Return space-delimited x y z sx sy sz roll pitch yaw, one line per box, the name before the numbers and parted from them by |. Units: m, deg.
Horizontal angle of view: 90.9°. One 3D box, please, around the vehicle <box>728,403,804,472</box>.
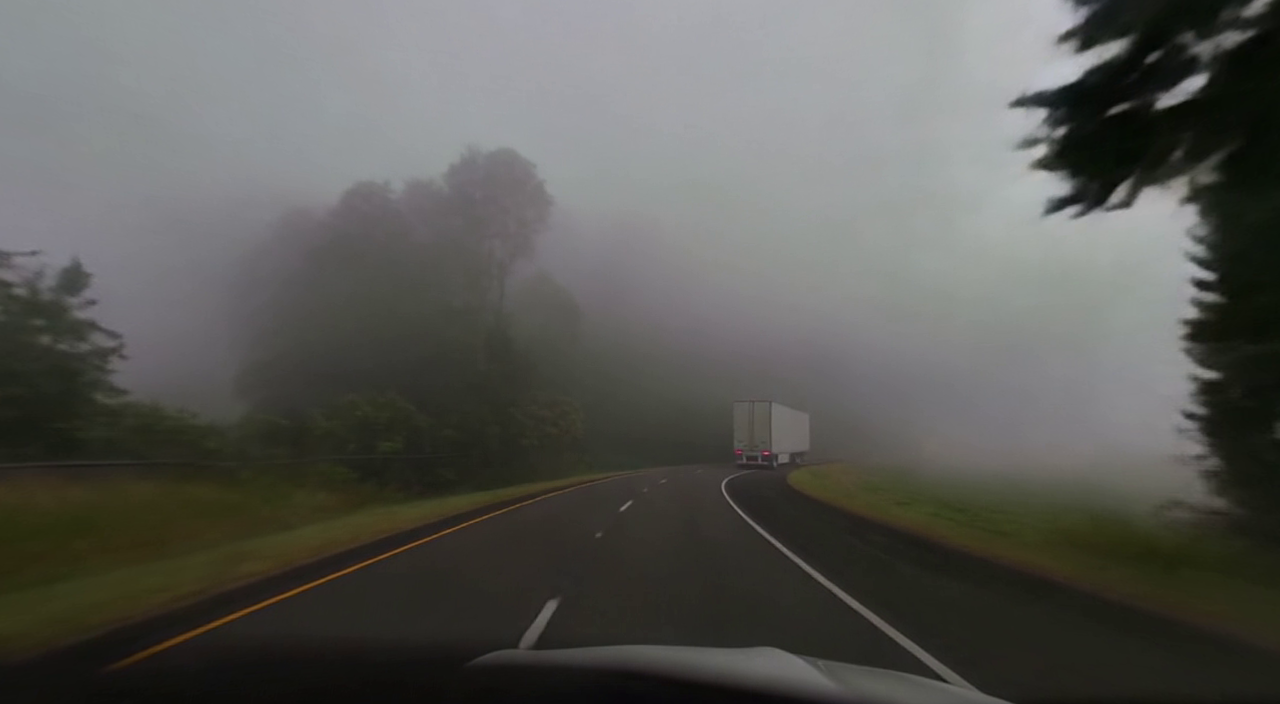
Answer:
vehicle | 9.427 6.323 45.429 3.087 4.178 13.682 -3 -10 20
